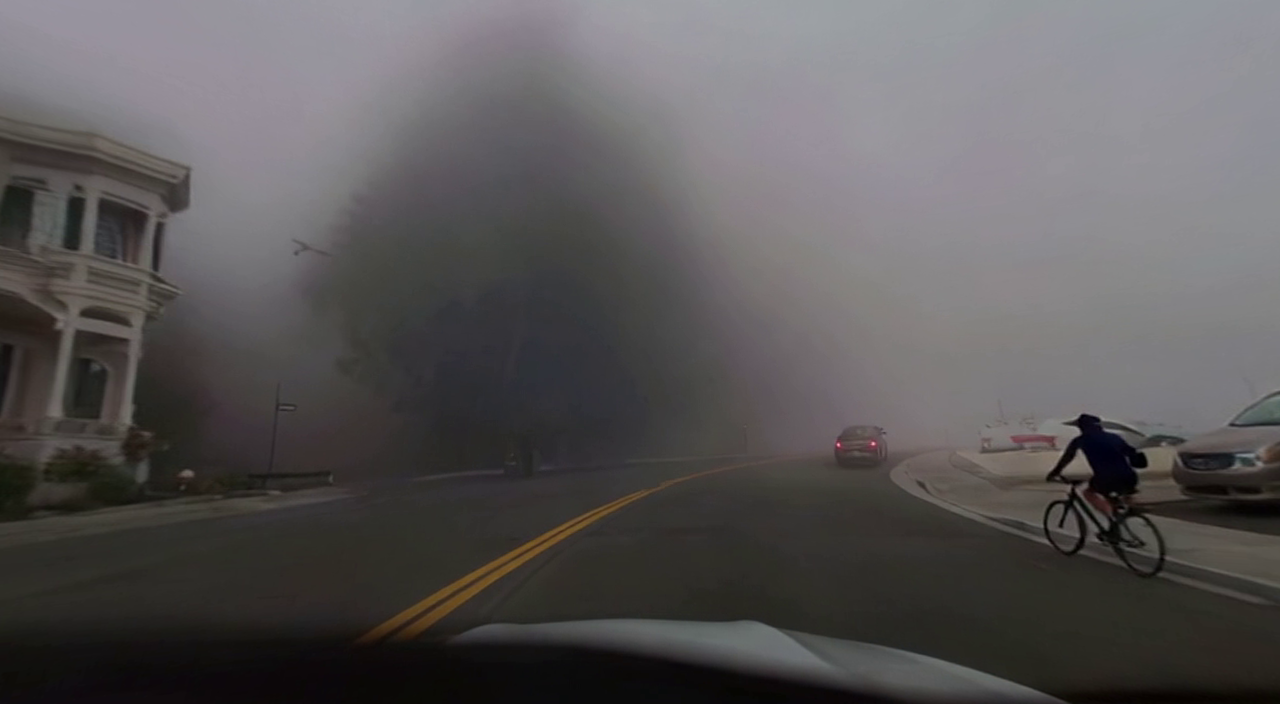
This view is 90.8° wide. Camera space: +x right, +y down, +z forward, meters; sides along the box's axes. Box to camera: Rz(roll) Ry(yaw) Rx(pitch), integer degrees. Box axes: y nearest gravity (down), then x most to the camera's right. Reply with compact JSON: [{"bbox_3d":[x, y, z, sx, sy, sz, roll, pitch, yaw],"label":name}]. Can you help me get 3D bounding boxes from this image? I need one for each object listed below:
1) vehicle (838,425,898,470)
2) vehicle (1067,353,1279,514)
[{"bbox_3d":[9.557,4.002,26.436,2.105,1.705,4.392,-3,-9,20],"label":"vehicle"},{"bbox_3d":[10.339,0.990,9.248,6.099,1.973,2.450,-6,-9,5],"label":"vehicle"}]
